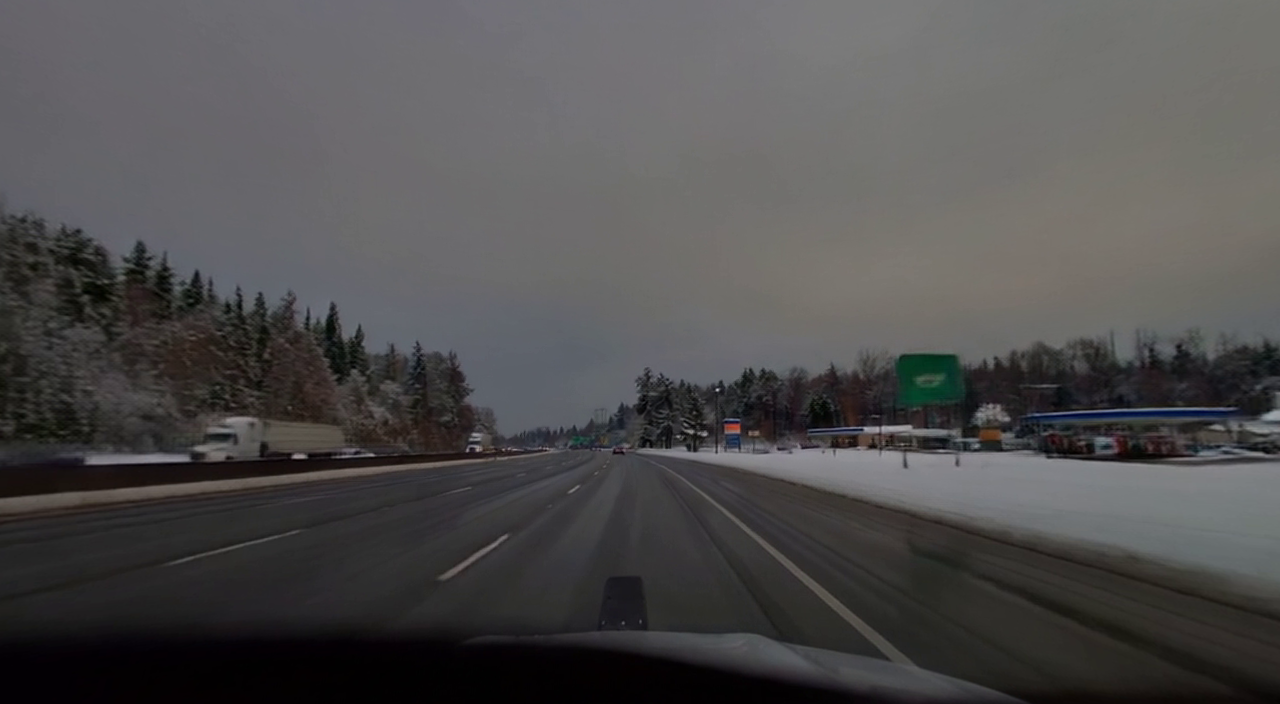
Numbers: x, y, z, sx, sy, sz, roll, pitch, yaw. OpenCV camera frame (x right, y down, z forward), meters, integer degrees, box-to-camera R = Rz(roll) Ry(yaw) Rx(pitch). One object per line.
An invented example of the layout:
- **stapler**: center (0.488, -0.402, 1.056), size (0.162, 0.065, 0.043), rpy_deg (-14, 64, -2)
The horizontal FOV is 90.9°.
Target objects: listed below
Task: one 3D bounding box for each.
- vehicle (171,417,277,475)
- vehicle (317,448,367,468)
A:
- **vehicle**: center (-30.275, 6.882, 46.343), size (3.007, 3.915, 7.091), rpy_deg (0, -8, -2)
- **vehicle**: center (-23.523, 8.339, 49.928), size (2.024, 1.476, 4.199), rpy_deg (0, -8, -2)
